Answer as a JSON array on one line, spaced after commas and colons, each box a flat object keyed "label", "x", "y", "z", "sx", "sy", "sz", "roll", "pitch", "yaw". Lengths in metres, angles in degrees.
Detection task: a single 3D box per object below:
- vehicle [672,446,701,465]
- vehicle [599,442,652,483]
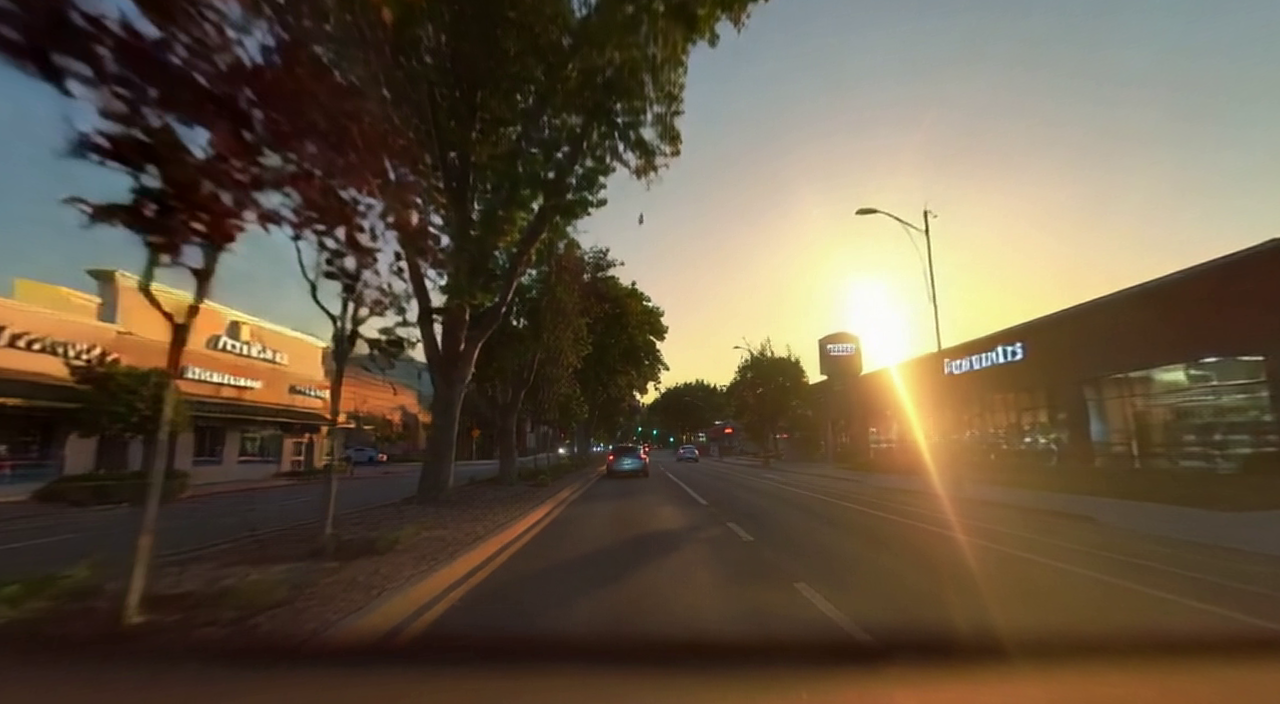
[{"label": "vehicle", "x": 3.649, "y": 8.168, "z": 49.989, "sx": 1.910, "sy": 1.474, "sz": 4.003, "roll": 0, "pitch": -9, "yaw": -1}, {"label": "vehicle", "x": -0.543, "y": 4.421, "z": 25.532, "sx": 2.006, "sy": 1.487, "sz": 3.535, "roll": 0, "pitch": -9, "yaw": 0}]
